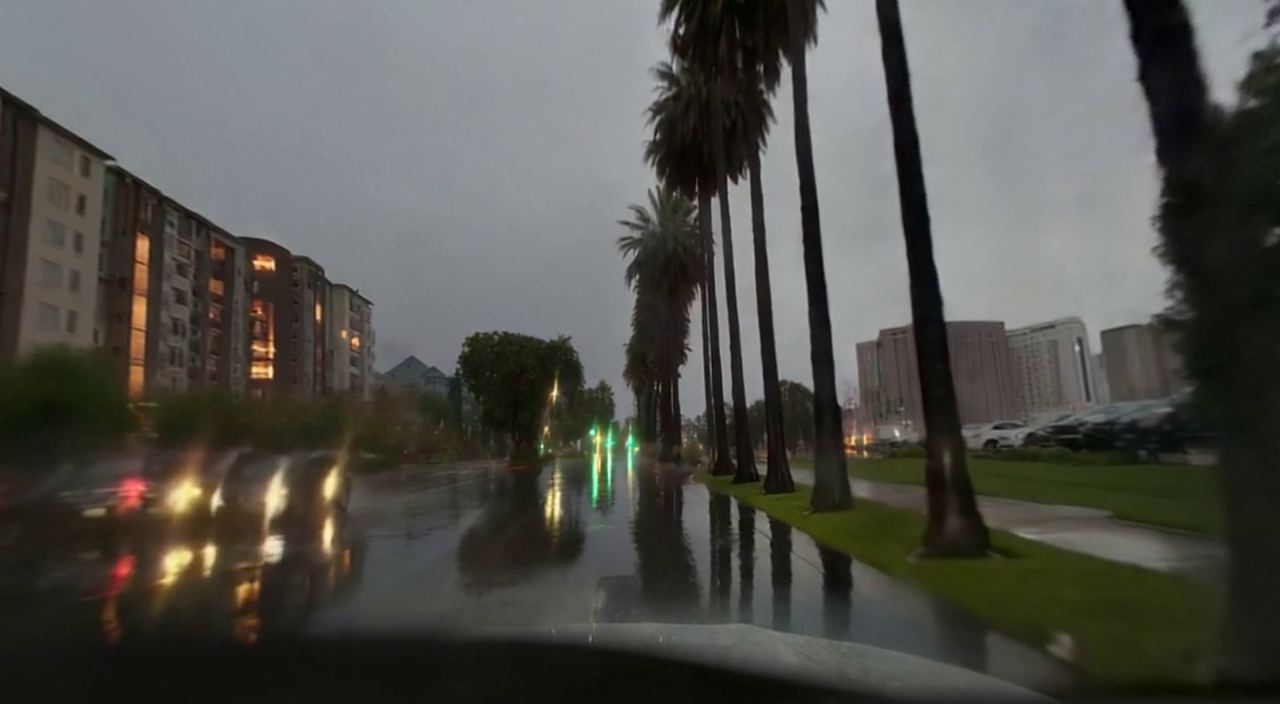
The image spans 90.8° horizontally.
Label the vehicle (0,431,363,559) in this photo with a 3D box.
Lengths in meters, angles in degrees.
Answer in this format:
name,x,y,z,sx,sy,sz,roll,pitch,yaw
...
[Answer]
name,x,y,z,sx,sy,sz,roll,pitch,yaw
vehicle,-7.187,2.147,9.955,4.803,1.520,1.894,-2,-7,-6
